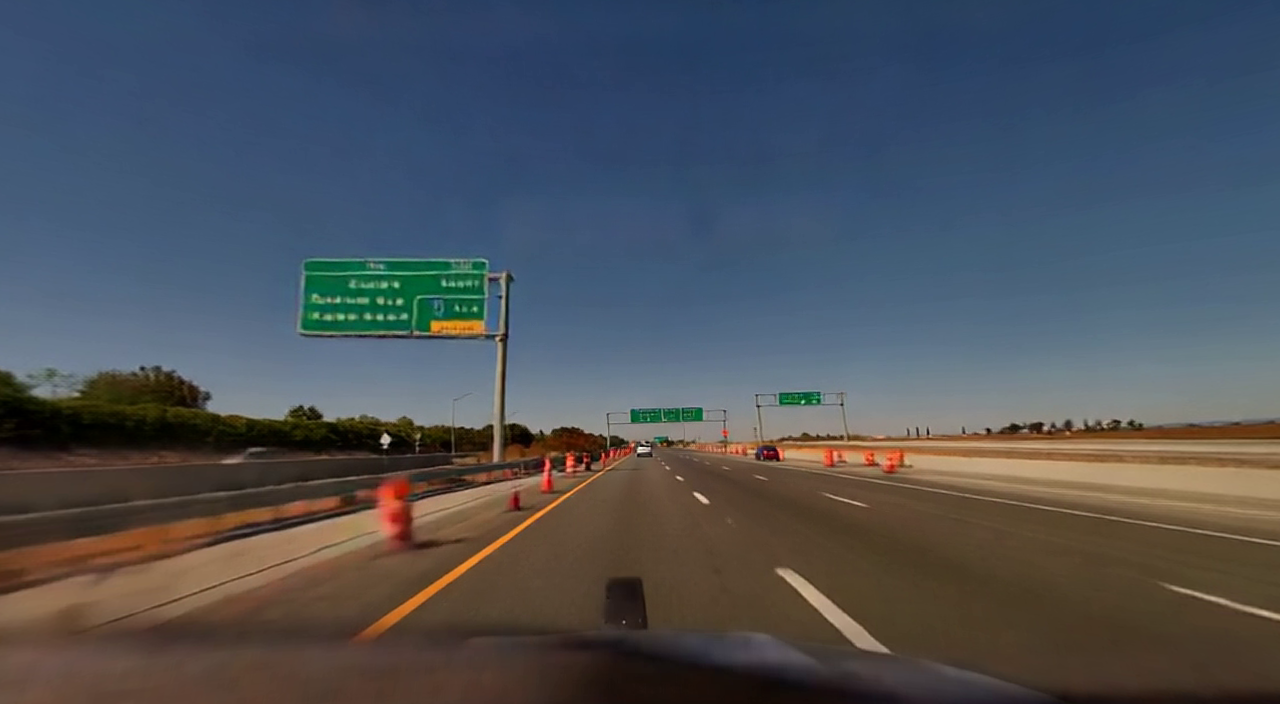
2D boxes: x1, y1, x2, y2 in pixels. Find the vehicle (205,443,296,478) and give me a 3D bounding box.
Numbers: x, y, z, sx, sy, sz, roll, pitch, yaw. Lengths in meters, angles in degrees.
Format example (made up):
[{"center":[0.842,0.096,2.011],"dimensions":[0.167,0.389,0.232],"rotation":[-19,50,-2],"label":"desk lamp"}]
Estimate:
[{"center":[-20.200,5.604,32.946],"dimensions":[1.997,1.666,4.212],"rotation":[0,-8,0],"label":"vehicle"}]
